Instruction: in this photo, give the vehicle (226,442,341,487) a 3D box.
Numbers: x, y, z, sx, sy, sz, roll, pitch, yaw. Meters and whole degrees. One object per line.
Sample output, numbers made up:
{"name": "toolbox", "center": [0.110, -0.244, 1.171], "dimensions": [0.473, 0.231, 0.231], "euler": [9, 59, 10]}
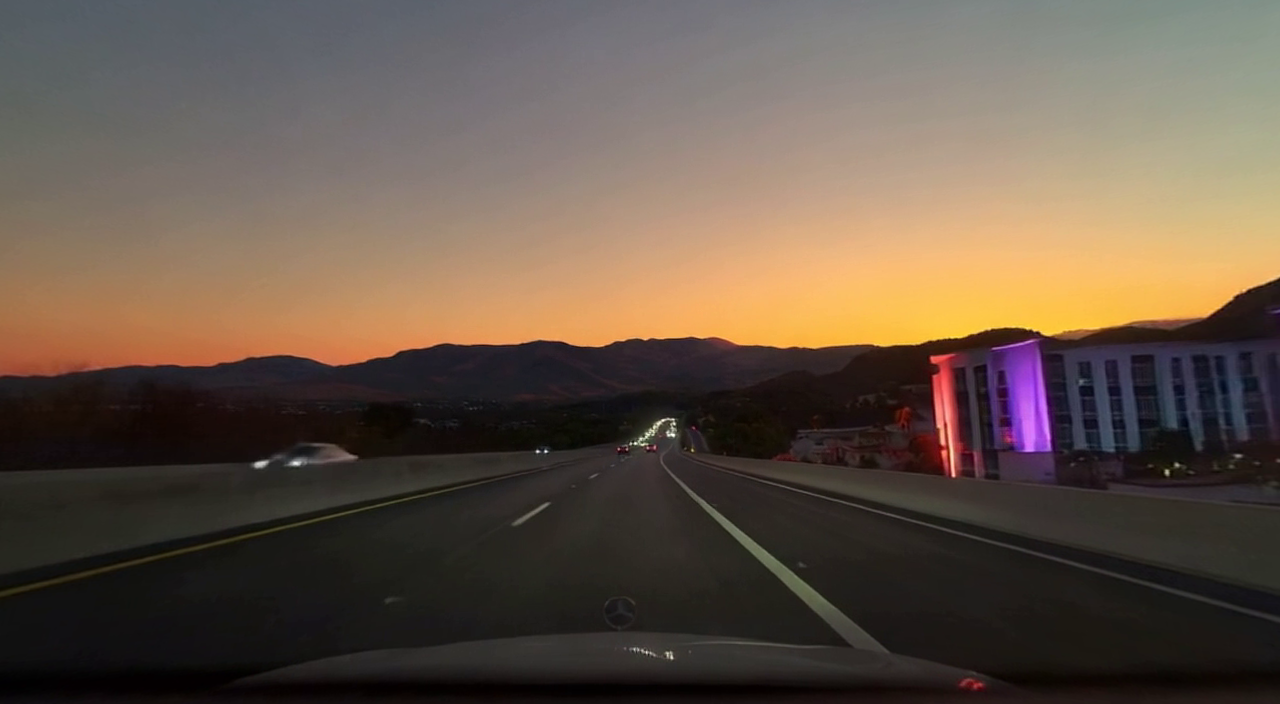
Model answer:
{"name": "vehicle", "center": [-13.481, 4.263, 24.039], "dimensions": [1.907, 1.533, 4.153], "euler": [0, -9, 1]}
